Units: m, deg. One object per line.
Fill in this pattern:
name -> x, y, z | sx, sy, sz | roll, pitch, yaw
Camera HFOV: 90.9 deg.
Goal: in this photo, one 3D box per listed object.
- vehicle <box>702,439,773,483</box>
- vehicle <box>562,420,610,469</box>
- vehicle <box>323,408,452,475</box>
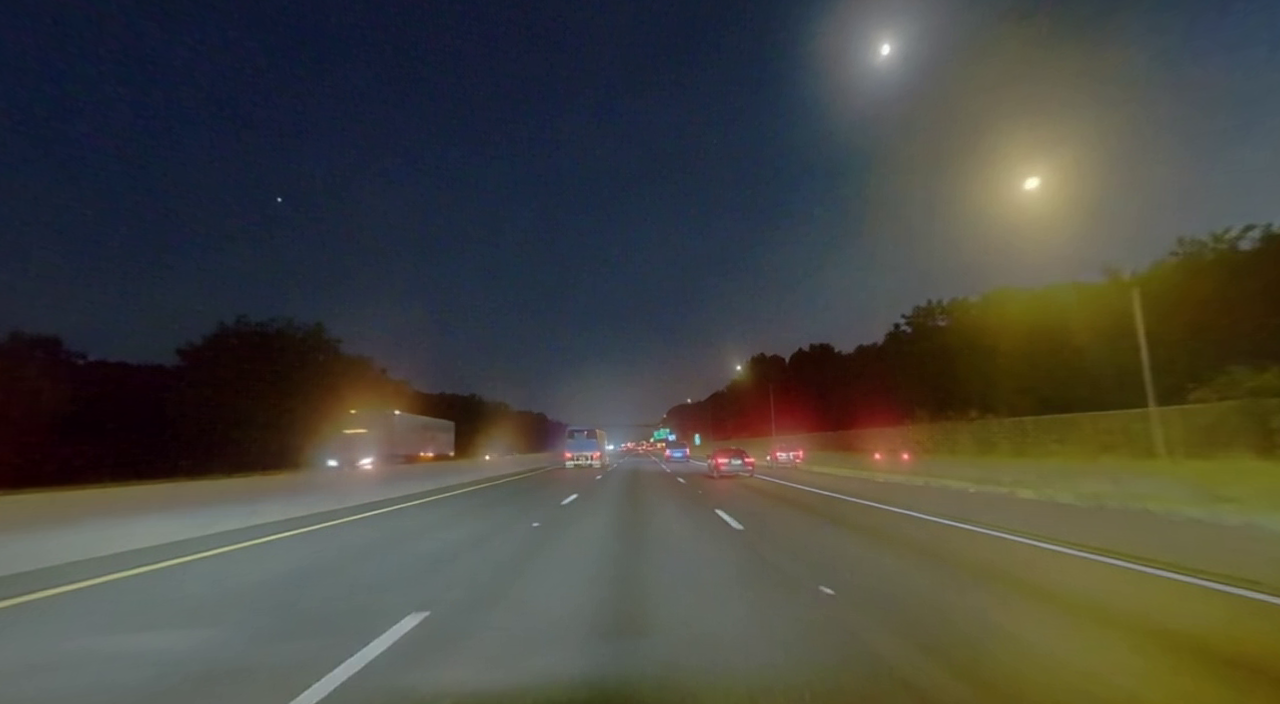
vehicle -> 3.661, 4.197, 24.409 | 1.983, 1.545, 4.038 | 0, -9, -1
vehicle -> -3.696, 6.602, 44.819 | 2.667, 3.195, 6.731 | 0, -9, 1
vehicle -> -18.710, 7.053, 49.004 | 3.193, 4.259, 17.218 | 0, -9, -1
